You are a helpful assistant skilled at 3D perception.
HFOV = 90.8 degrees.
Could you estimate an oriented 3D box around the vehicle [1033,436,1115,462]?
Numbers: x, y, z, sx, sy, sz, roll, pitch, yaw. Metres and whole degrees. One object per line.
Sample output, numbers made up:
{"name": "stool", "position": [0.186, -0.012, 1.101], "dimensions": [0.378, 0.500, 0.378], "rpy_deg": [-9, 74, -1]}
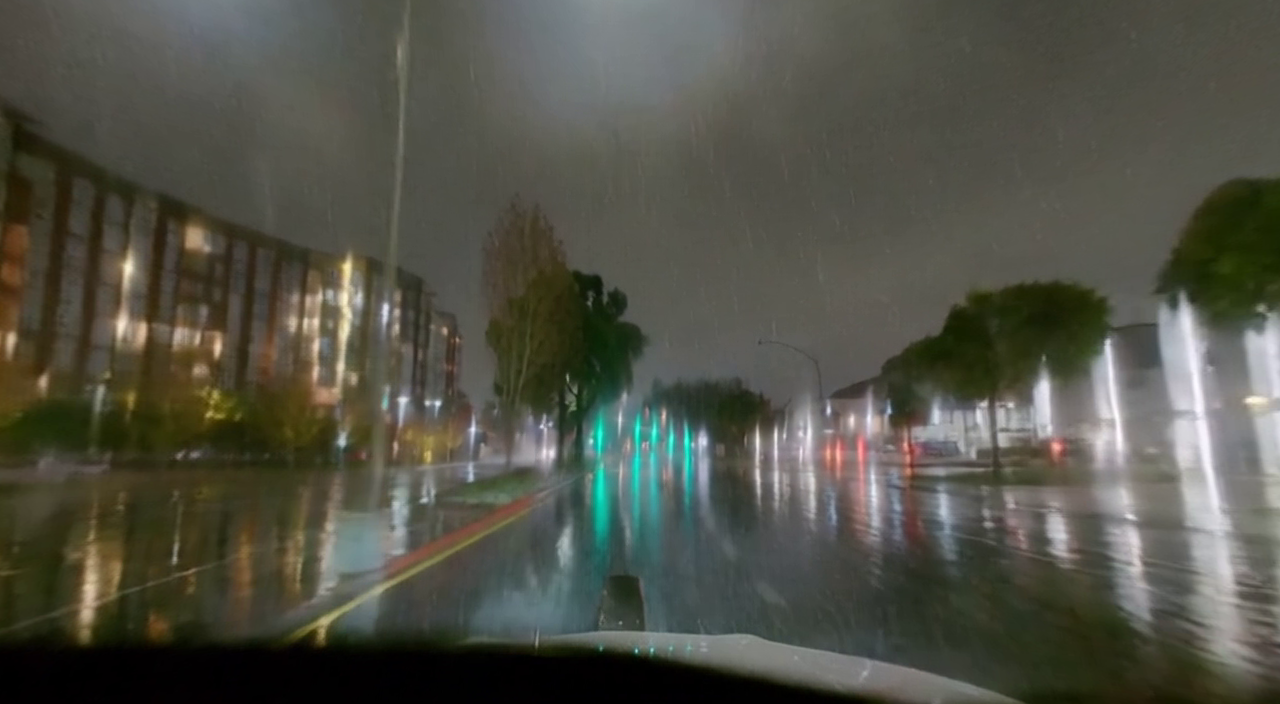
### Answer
{"name": "vehicle", "position": [29.260, 6.511, 42.635], "dimensions": [4.279, 1.648, 1.982], "rpy_deg": [1, -9, -10]}

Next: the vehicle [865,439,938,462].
{"name": "vehicle", "position": [20.123, 7.627, 48.793], "dimensions": [4.661, 1.710, 2.127], "rpy_deg": [0, -9, -1]}
